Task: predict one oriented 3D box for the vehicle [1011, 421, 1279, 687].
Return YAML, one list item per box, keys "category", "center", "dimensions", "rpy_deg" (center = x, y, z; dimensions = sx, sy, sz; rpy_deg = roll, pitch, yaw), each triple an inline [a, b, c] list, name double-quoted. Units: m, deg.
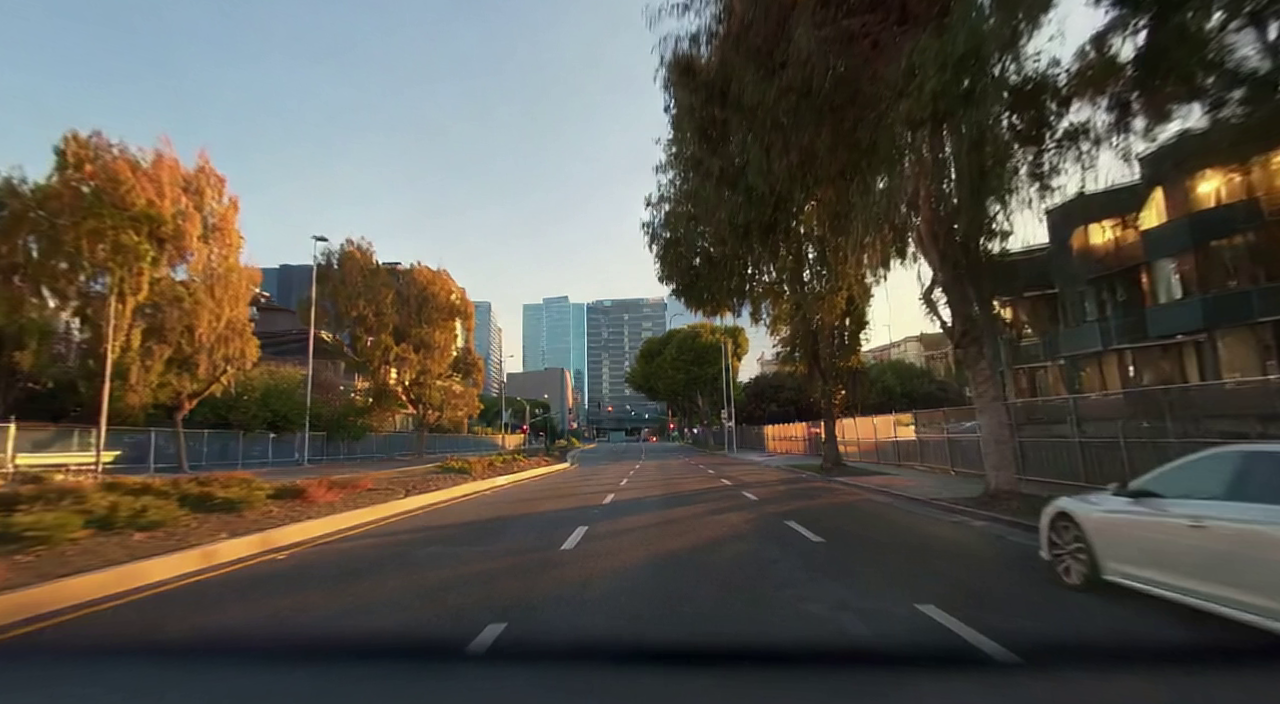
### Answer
- category: "vehicle"
  center: [4.548, 1.136, 3.653]
  dimensions: [2.018, 1.456, 4.451]
  rpy_deg: [0, -8, -1]
